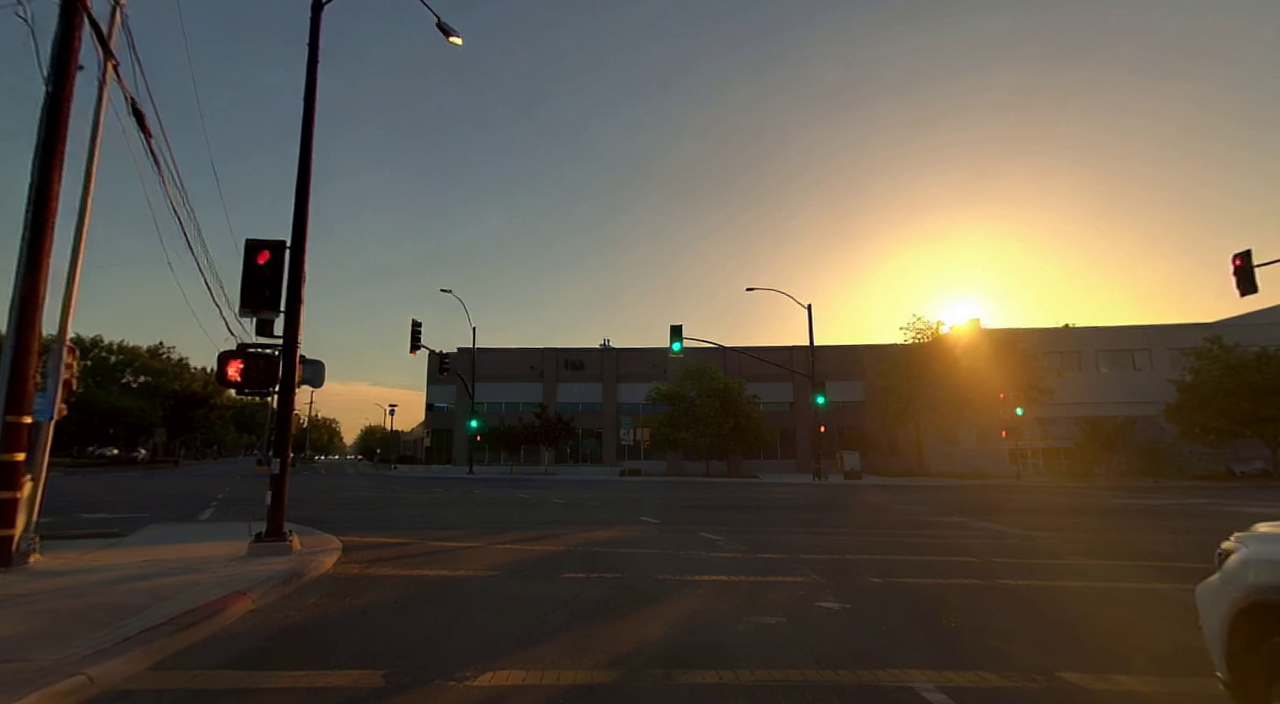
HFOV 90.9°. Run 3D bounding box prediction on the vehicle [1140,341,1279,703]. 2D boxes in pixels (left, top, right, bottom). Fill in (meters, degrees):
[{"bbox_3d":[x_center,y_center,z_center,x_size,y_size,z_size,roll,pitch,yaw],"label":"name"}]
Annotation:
[{"bbox_3d":[3.059,0.554,0.492,1.938,1.648,4.211,0,-8,2],"label":"vehicle"}]
